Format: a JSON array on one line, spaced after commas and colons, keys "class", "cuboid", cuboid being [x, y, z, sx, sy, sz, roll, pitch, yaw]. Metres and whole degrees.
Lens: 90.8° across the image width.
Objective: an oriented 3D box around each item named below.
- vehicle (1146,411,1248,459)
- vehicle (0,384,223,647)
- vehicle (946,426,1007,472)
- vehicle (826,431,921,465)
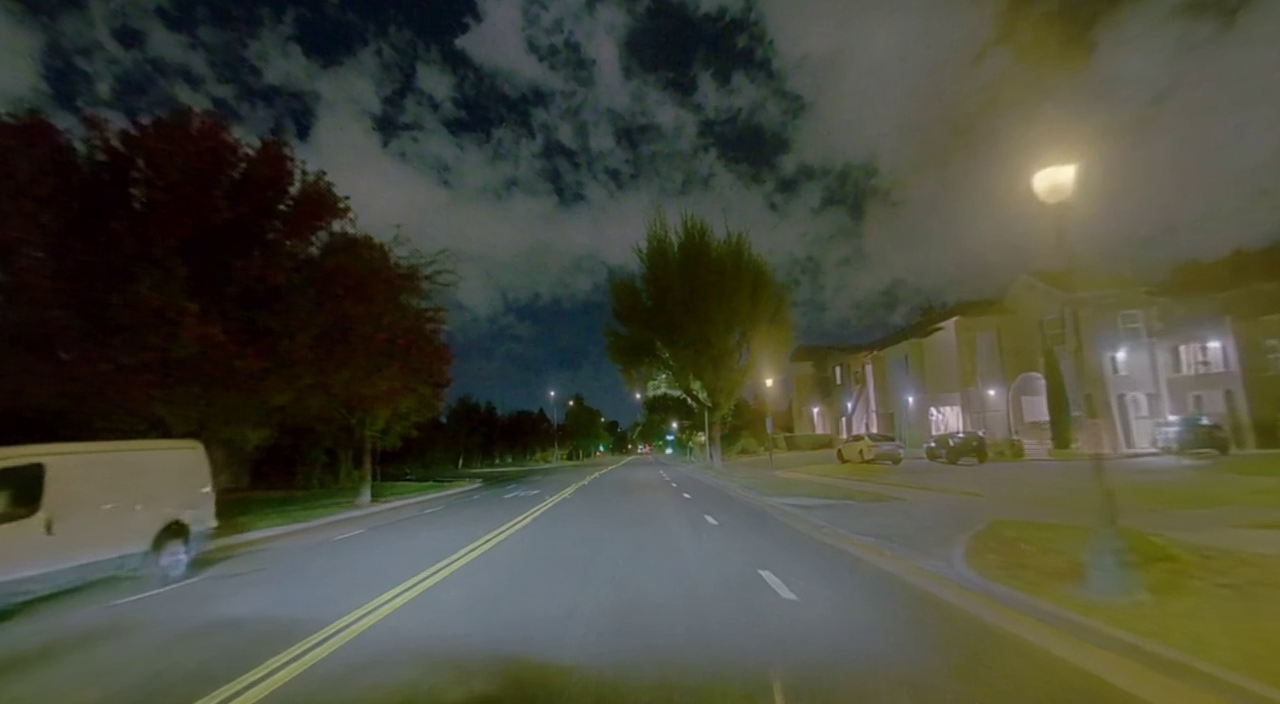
[{"class": "vehicle", "cuboid": [21.836, 3.295, 24.961, 1.956, 1.632, 3.922, -9, -11, 27]}, {"class": "vehicle", "cuboid": [-6.779, 1.697, 6.529, 2.057, 2.317, 4.386, -6, -9, -1]}, {"class": "vehicle", "cuboid": [13.860, 3.986, 25.924, 1.860, 1.697, 4.292, -5, -10, 30]}, {"class": "vehicle", "cuboid": [9.431, 3.961, 26.020, 1.922, 1.263, 4.664, 0, -9, -3]}]
